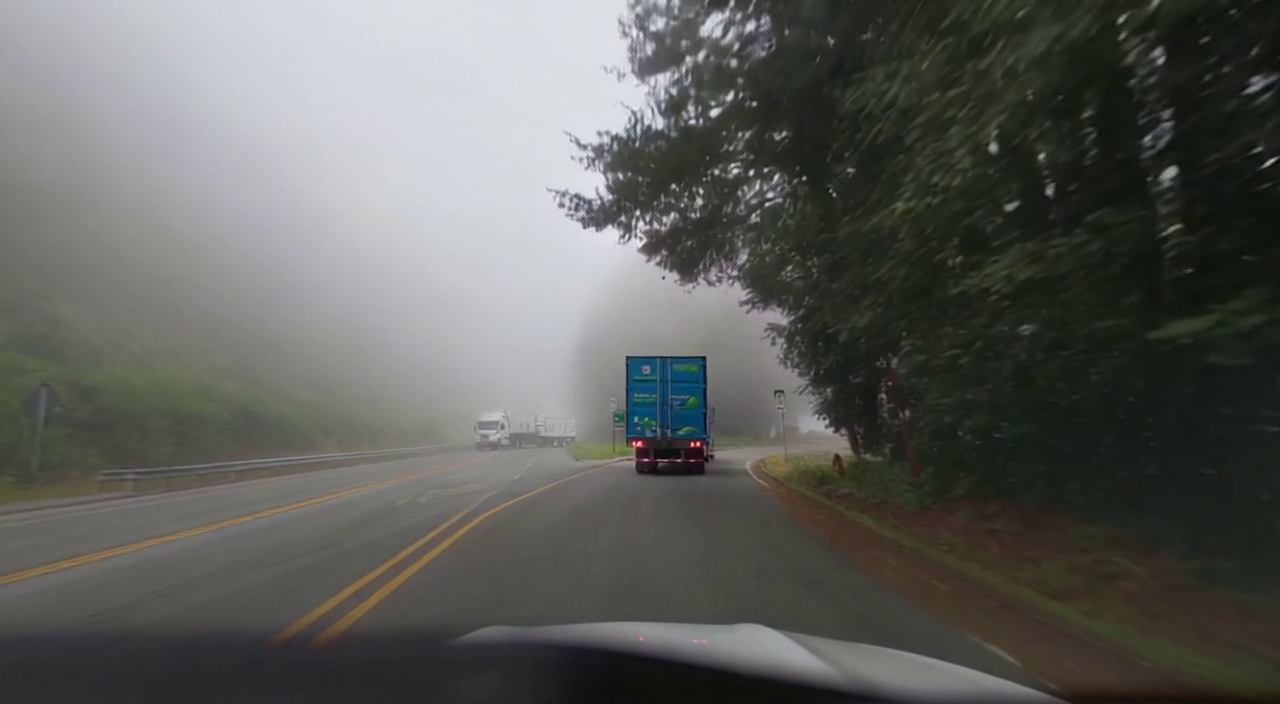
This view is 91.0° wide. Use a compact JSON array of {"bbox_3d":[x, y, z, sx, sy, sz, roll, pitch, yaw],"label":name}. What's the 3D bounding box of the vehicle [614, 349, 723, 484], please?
[{"bbox_3d":[1.349,2.360,21.926,2.937,3.647,9.344,-2,-7,7],"label":"vehicle"}]
